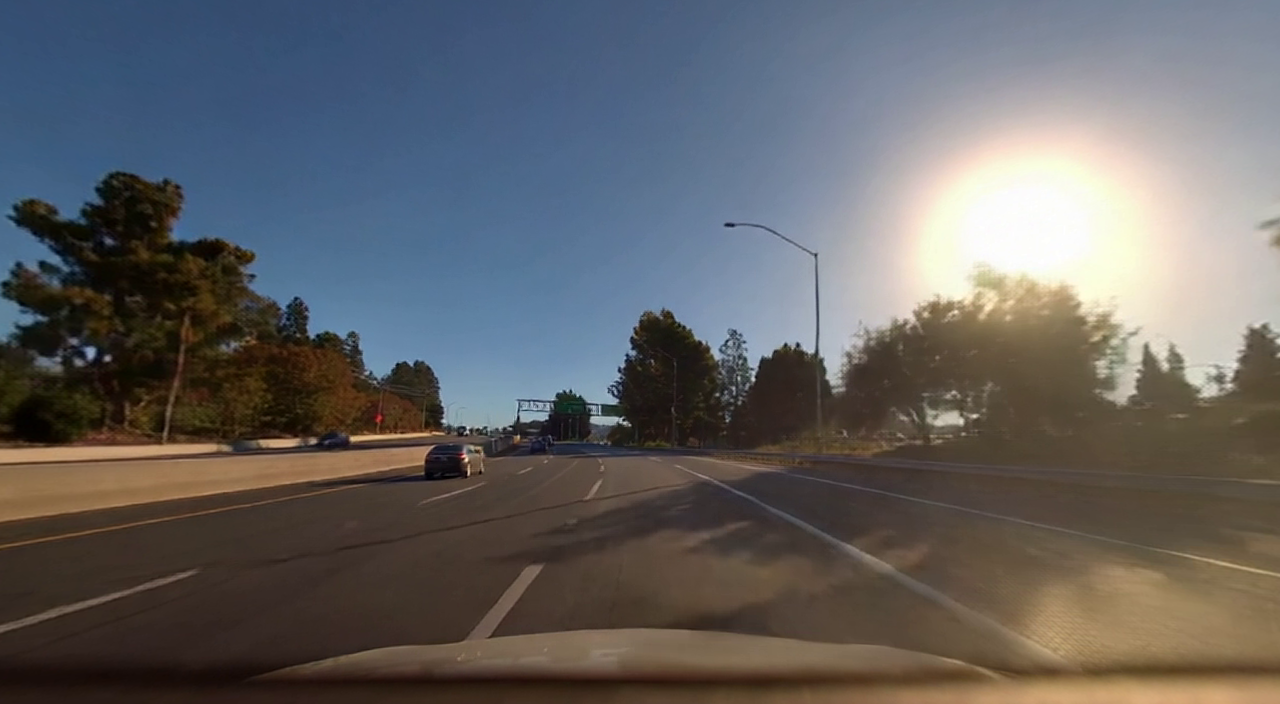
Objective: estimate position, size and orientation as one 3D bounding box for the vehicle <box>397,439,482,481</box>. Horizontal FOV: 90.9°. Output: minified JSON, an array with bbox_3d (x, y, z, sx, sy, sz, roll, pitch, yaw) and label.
[{"bbox_3d":[-7.719,4.179,24.767,2.025,1.494,4.495,0,-8,-2],"label":"vehicle"}]
